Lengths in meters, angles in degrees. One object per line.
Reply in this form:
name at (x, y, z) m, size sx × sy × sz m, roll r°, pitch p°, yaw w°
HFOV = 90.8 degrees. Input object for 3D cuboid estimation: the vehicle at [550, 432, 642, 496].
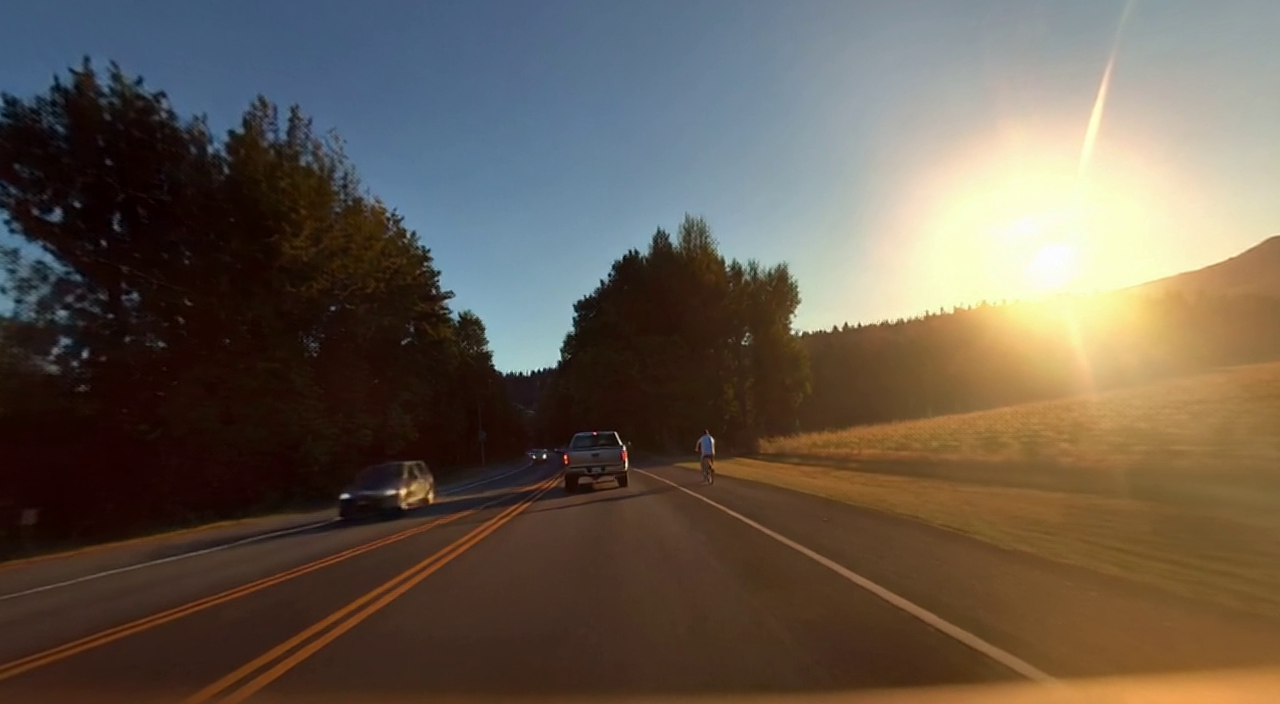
vehicle at (-1.374, 3.614, 20.820) m, size 2.631 × 1.798 × 5.331 m, roll 0°, pitch -9°, yaw -2°

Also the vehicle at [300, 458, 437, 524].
vehicle at (-7.249, 3.714, 17.367) m, size 2.045 × 1.474 × 3.956 m, roll -1°, pitch -9°, yaw -1°
